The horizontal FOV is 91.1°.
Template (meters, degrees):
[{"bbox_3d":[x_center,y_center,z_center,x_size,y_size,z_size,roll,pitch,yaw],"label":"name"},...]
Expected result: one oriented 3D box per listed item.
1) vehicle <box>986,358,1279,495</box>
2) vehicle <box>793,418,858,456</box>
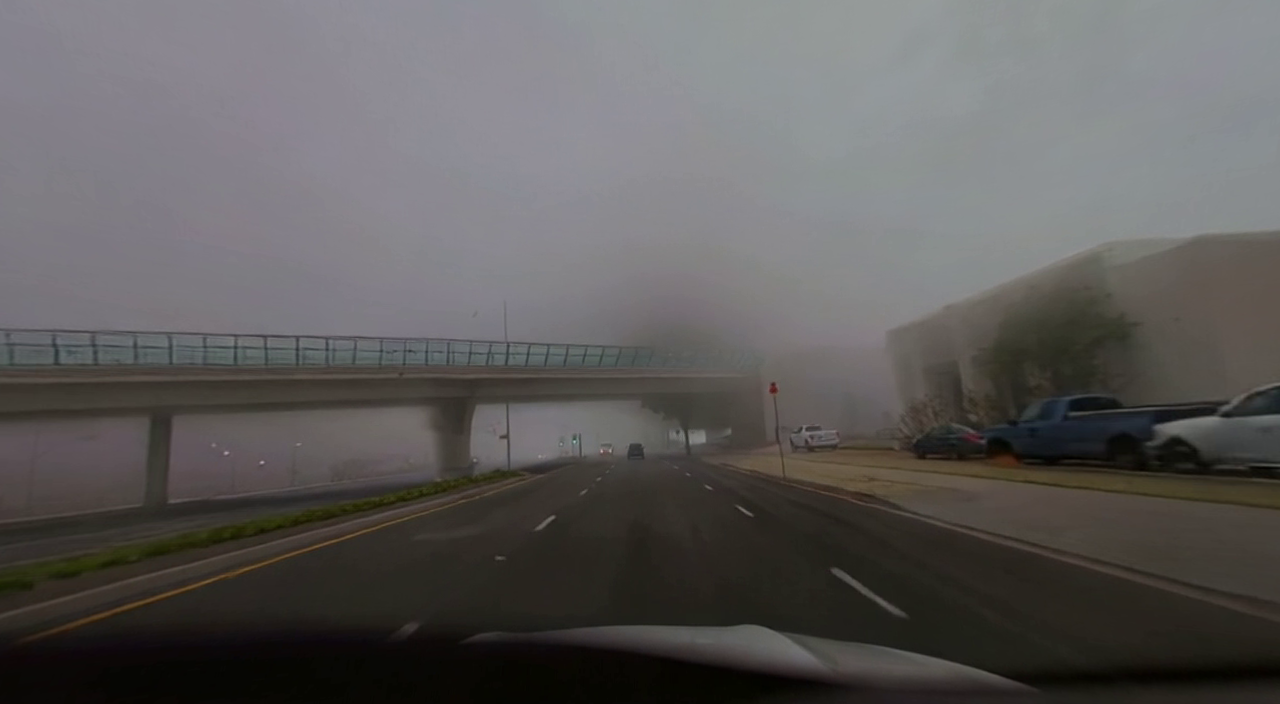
[{"bbox_3d":[10.472,1.635,13.554,2.287,1.953,5.796,-11,-8,-3],"label":"vehicle"},{"bbox_3d":[10.654,4.966,36.428,2.244,1.866,4.603,-6,-8,0],"label":"vehicle"}]
